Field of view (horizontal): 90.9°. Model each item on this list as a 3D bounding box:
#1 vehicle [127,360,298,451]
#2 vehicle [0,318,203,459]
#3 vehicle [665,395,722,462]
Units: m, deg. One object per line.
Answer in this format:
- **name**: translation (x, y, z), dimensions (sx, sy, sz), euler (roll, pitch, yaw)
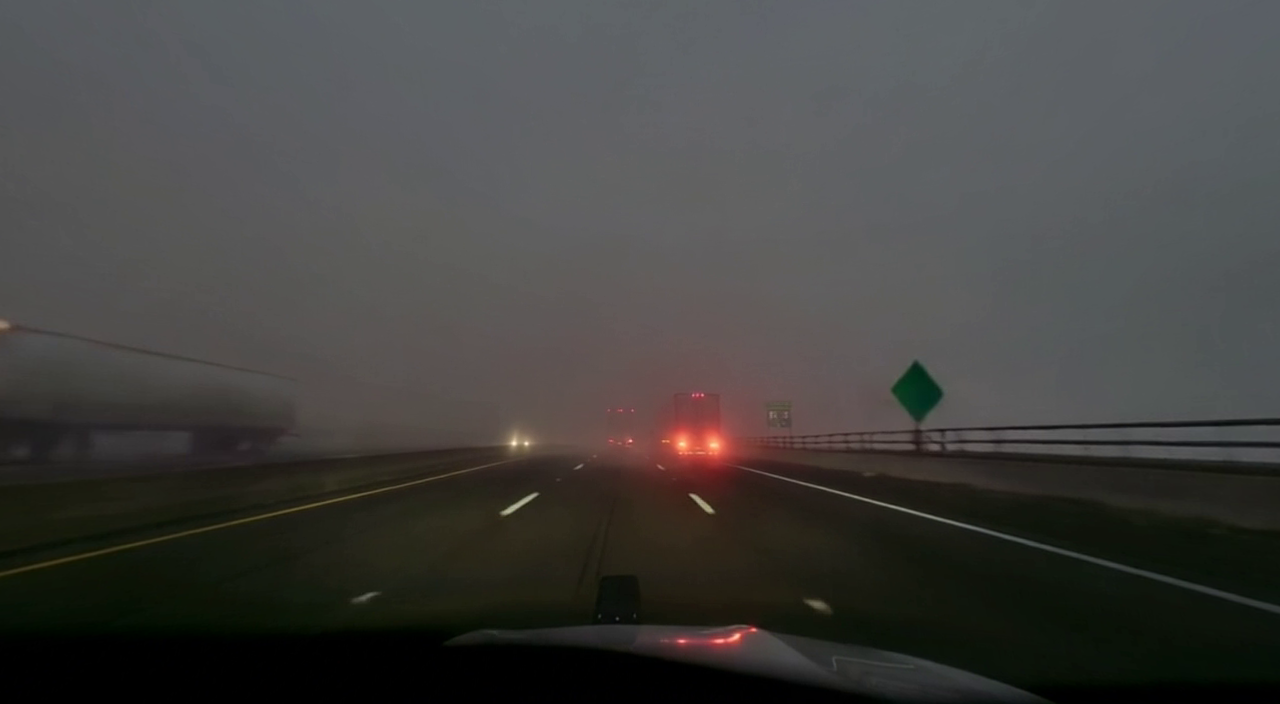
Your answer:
- **vehicle**: translation (-20.789, 2.866, 31.483), dimensions (2.835, 3.939, 8.023), euler (0, -8, 0)
- **vehicle**: translation (-20.665, 1.537, 22.003), dimensions (2.958, 4.181, 10.954), euler (0, -8, -1)
- **vehicle**: translation (3.379, 5.145, 42.037), dimensions (2.873, 3.998, 8.286), euler (0, -8, -1)
